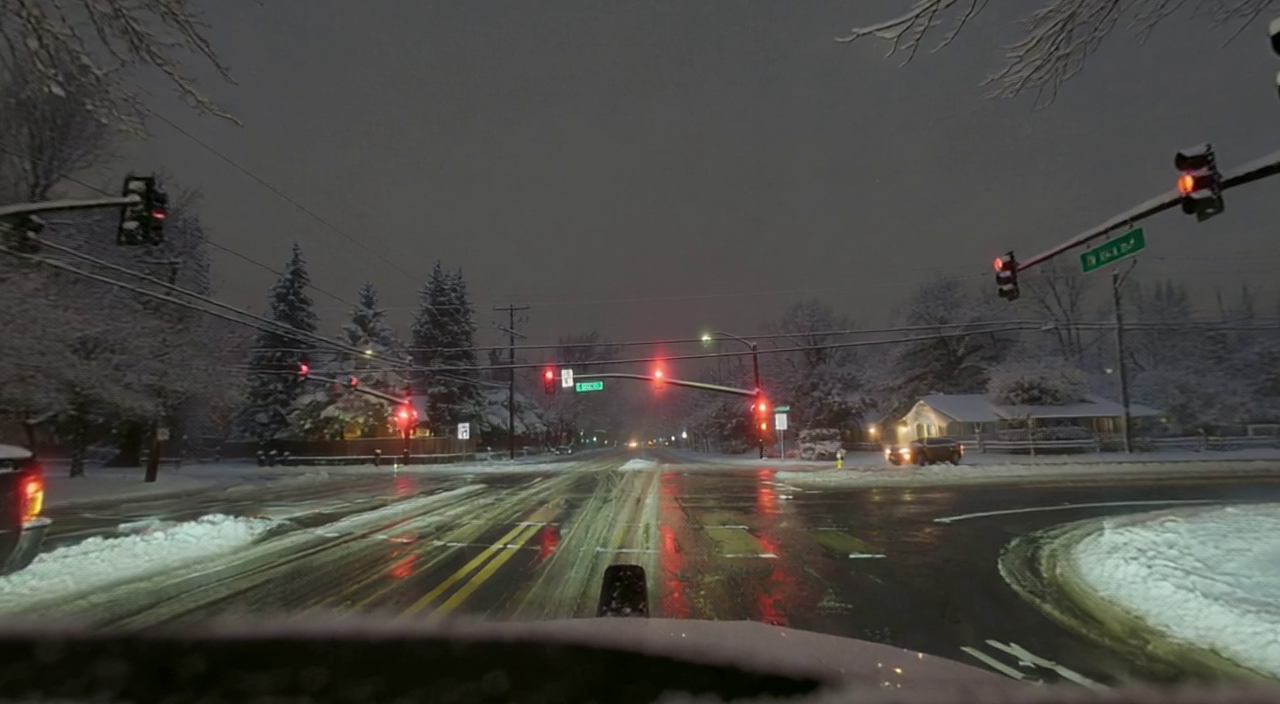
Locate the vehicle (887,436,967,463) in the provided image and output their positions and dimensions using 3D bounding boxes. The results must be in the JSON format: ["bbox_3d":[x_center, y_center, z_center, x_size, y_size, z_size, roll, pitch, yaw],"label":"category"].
[{"bbox_3d":[16.112,5.510,35.584,3.952,1.468,1.768,-4,-9,22],"label":"vehicle"}]
